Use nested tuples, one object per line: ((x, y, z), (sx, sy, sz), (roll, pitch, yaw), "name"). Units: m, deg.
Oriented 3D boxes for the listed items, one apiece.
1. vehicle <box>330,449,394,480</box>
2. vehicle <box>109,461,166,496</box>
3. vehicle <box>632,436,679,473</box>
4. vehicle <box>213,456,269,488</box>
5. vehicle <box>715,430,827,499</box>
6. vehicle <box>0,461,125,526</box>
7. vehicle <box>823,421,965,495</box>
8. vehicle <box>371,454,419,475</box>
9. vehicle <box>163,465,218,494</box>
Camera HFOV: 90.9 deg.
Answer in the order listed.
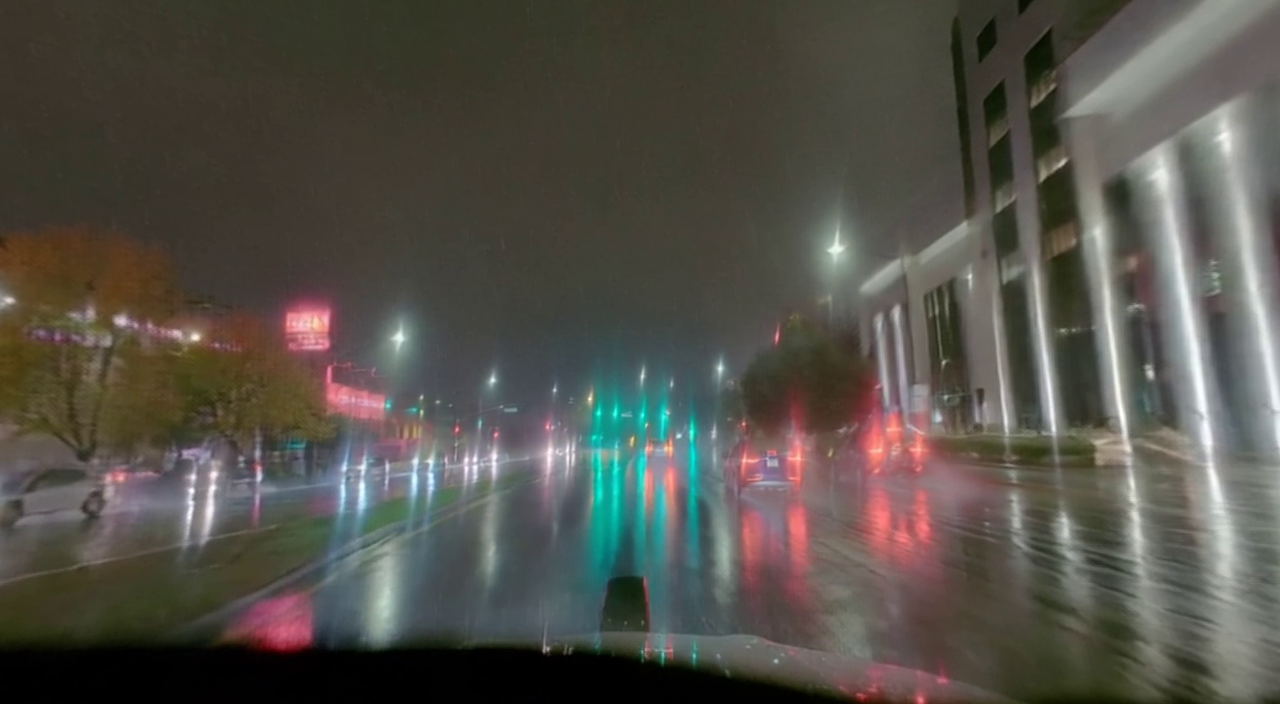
((-17.963, 7.266, 40.966), (1.954, 1.779, 4.635), (0, -8, 0), "vehicle")
((-30.632, 7.680, 38.549), (1.944, 1.794, 4.468), (4, -9, -29), "vehicle")
((0.666, 4.916, 30.536), (2.125, 1.669, 3.880), (0, -8, -1), "vehicle")
((-24.564, 7.376, 38.948), (2.076, 1.688, 4.635), (3, -9, -23), "vehicle")
((3.304, 2.931, 16.935), (1.931, 1.591, 4.708), (0, -8, -1), "vehicle")
((-18.521, 4.188, 19.020), (1.956, 1.647, 4.643), (0, -8, 1), "vehicle")
((6.881, 2.919, 17.766), (1.963, 1.783, 4.722), (0, -8, -1), "vehicle")
((-18.029, 8.260, 46.487), (1.716, 1.412, 4.335), (0, -8, 1), "vehicle")
((-27.388, 7.720, 38.522), (1.989, 1.476, 4.088), (4, -9, -26), "vehicle")
